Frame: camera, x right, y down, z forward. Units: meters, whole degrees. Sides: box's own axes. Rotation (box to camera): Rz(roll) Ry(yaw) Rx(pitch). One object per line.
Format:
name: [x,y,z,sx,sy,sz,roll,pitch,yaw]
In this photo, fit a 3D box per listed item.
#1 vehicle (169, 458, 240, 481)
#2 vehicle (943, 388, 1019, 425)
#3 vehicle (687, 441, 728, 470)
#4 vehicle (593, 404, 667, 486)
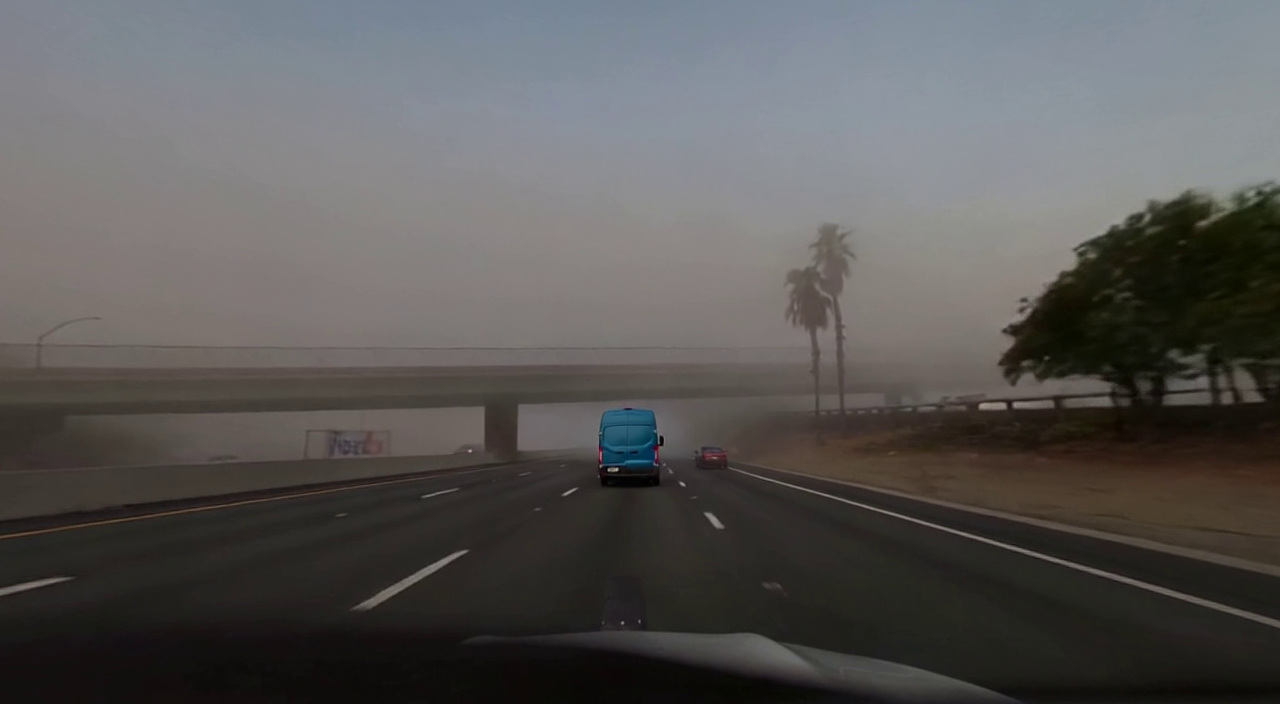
vehicle: [-32.213,8.701,46.592,1.799,1.526,4.757,0,-9,1]
vehicle: [24.090,3.963,44.669,2.445,2.240,5.659,-2,-8,3]
vehicle: [4.013,6.236,37.923,1.987,1.648,3.984,0,-9,0]
vehicle: [-0.215,3.590,24.274,2.476,2.776,5.598,-1,-9,3]
